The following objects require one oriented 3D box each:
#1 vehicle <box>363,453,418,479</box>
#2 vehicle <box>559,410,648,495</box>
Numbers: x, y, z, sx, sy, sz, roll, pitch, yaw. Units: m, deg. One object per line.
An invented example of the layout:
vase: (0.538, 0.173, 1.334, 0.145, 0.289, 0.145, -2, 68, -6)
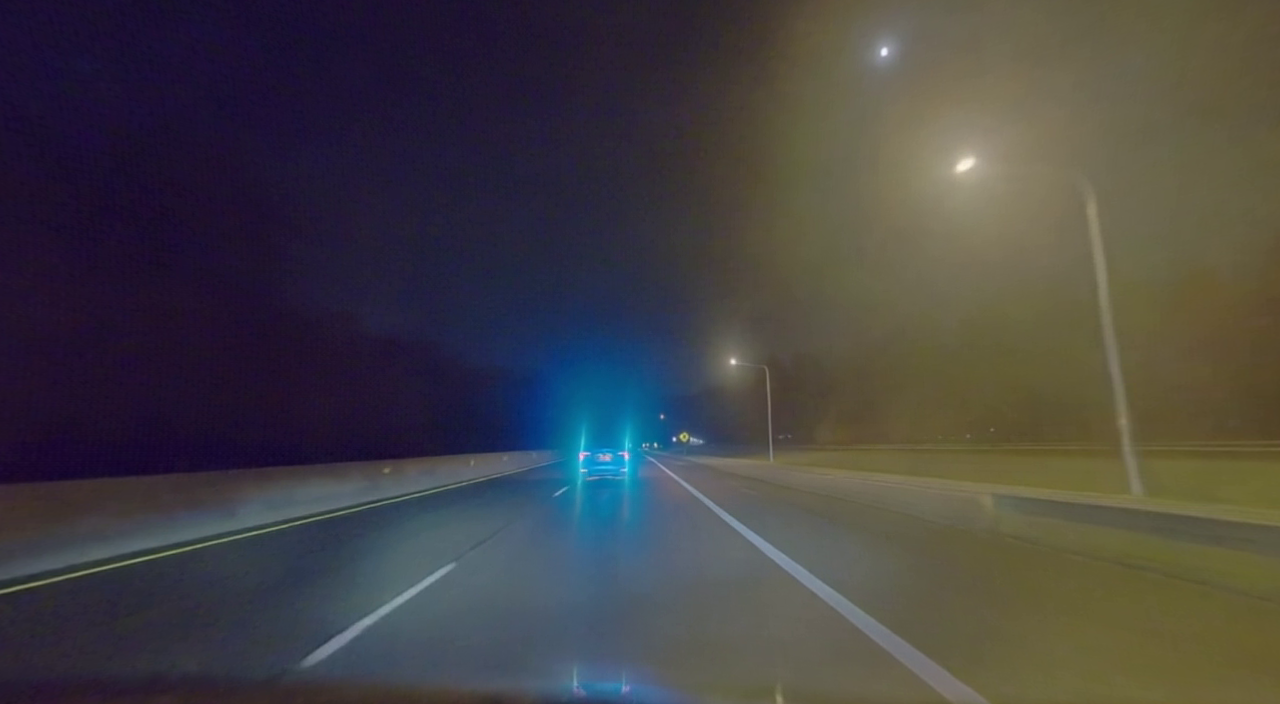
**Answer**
vehicle: (-15.803, 7.212, 40.120, 1.785, 1.501, 4.255, 0, -8, 0)
vehicle: (-0.921, 2.916, 18.618, 2.248, 2.154, 4.892, 0, -8, 0)
